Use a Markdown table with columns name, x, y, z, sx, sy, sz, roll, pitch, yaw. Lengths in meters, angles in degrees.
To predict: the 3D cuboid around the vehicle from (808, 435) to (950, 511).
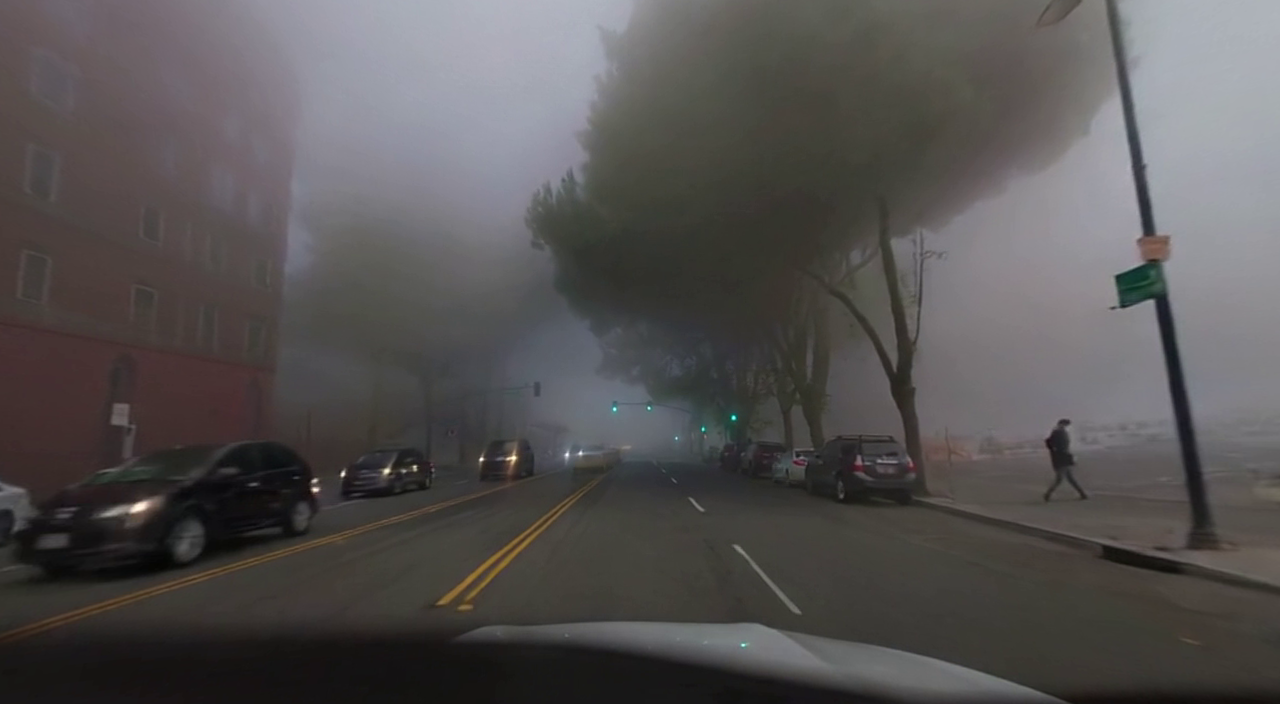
| name | x | y | z | sx | sy | sz | roll | pitch | yaw |
| --- | --- | --- | --- | --- | --- | --- | --- | --- | --- |
| vehicle | 6.070 | 3.099 | 16.720 | 2.047 | 1.720 | 4.353 | 0 | -9 | 0 |

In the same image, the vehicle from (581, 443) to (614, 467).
| name | x | y | z | sx | sy | sz | roll | pitch | yaw |
| --- | --- | --- | --- | --- | --- | --- | --- | --- | --- |
| vehicle | -3.230 | 7.938 | 48.852 | 2.168 | 1.784 | 4.681 | 0 | -9 | 1 |

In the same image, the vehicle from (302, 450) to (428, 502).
| name | x | y | z | sx | sy | sz | roll | pitch | yaw |
| --- | --- | --- | --- | --- | --- | --- | --- | --- | --- |
| vehicle | -9.001 | 4.072 | 21.231 | 2.191 | 1.472 | 4.684 | 0 | -9 | -1 |

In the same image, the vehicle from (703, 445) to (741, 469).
| name | x | y | z | sx | sy | sz | roll | pitch | yaw |
| --- | --- | --- | --- | --- | --- | --- | --- | --- | --- |
| vehicle | 5.754 | 7.408 | 44.776 | 2.011 | 1.603 | 4.395 | 0 | -9 | -1 |

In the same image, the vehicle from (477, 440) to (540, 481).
| name | x | y | z | sx | sy | sz | roll | pitch | yaw |
| --- | --- | --- | --- | --- | --- | --- | --- | --- | --- |
| vehicle | -6.115 | 5.097 | 29.922 | 2.020 | 1.754 | 4.442 | 0 | -9 | 0 |

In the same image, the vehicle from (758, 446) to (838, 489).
| name | x | y | z | sx | sy | sz | roll | pitch | yaw |
| --- | --- | --- | --- | --- | --- | --- | --- | --- | --- |
| vehicle | 5.877 | 4.327 | 24.108 | 1.834 | 1.454 | 4.410 | 0 | -9 | -1 |

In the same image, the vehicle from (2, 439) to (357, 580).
| name | x | y | z | sx | sy | sz | roll | pitch | yaw |
| --- | --- | --- | --- | --- | --- | --- | --- | --- | --- |
| vehicle | -6.089 | 2.074 | 9.222 | 1.898 | 1.532 | 4.337 | 0 | -9 | 0 |
